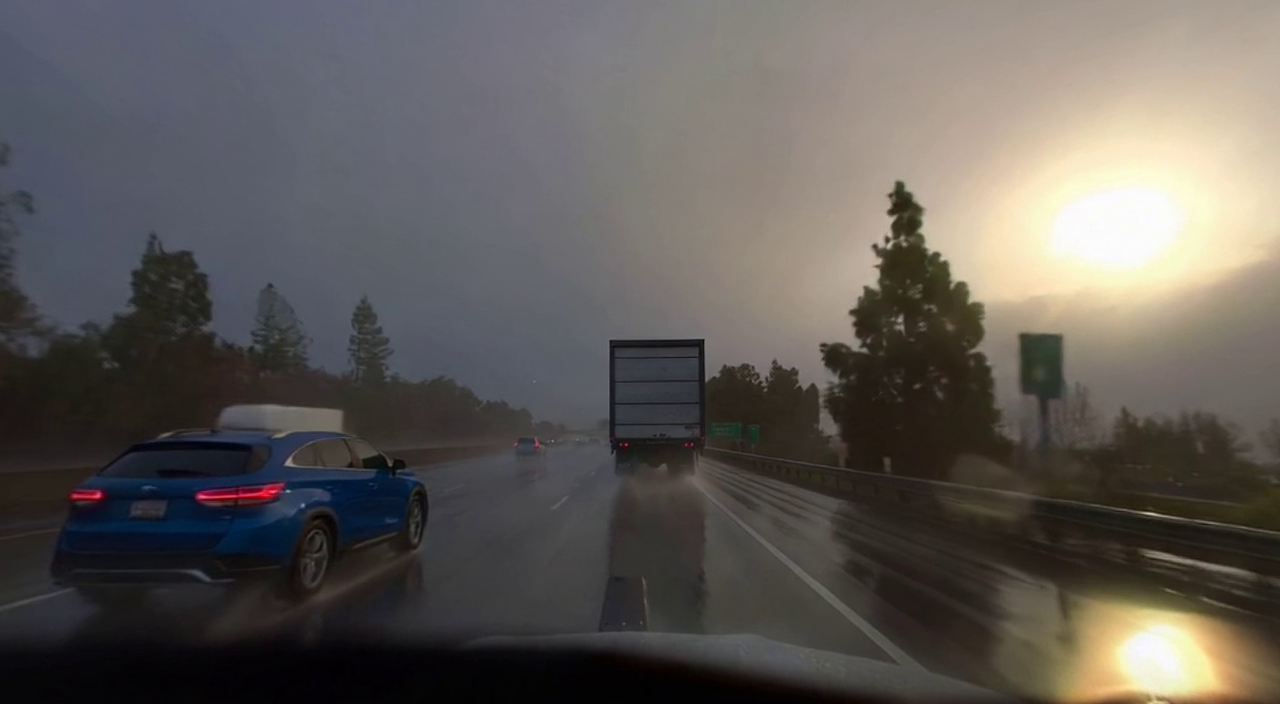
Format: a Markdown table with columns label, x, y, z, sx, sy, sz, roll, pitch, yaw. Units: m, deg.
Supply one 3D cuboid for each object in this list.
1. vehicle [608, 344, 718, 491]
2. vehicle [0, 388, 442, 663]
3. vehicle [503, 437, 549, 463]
| label | x | y | z | sx | sy | sz | roll | pitch | yaw |
| --- | --- | --- | --- | --- | --- | --- | --- | --- | --- |
| vehicle | 0.639 | 2.482 | 21.872 | 2.870 | 3.841 | 10.653 | 0 | -8 | 0 |
| vehicle | -3.653 | 1.371 | 6.051 | 2.077 | 1.671 | 4.249 | 0 | -8 | 0 |
| vehicle | -6.854 | 5.945 | 38.361 | 1.882 | 1.451 | 4.416 | 0 | -8 | 1 |
